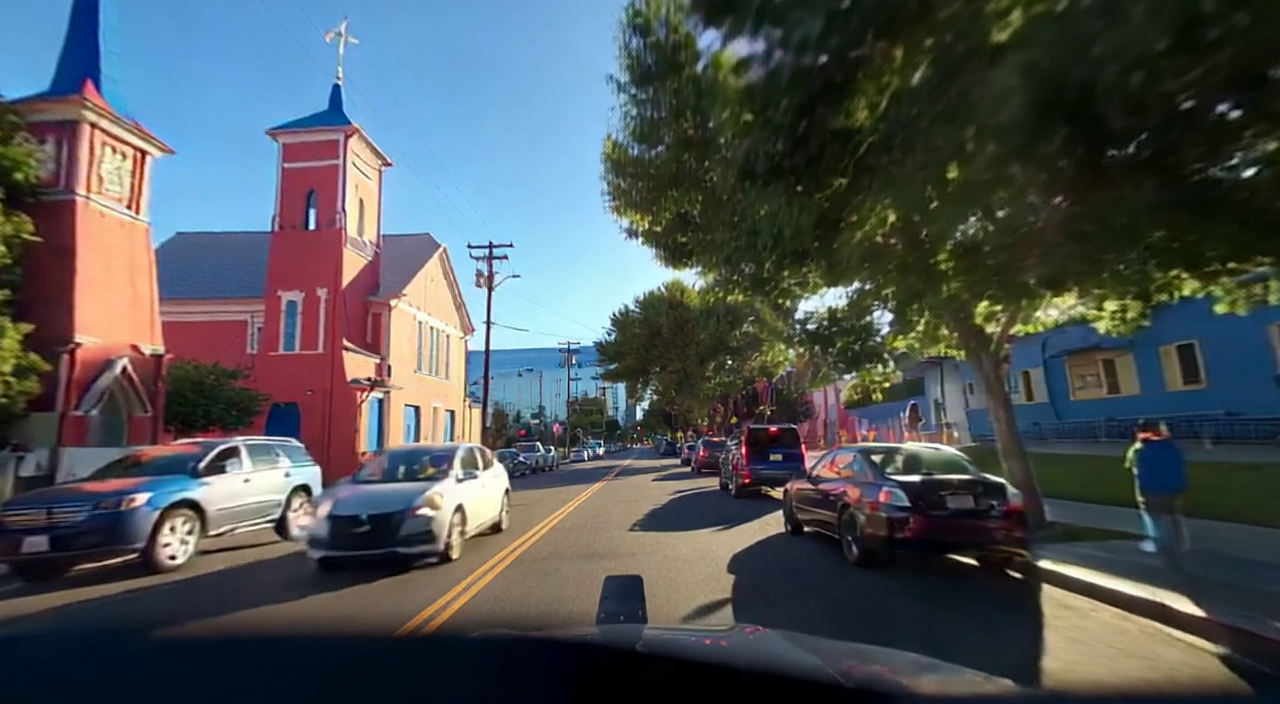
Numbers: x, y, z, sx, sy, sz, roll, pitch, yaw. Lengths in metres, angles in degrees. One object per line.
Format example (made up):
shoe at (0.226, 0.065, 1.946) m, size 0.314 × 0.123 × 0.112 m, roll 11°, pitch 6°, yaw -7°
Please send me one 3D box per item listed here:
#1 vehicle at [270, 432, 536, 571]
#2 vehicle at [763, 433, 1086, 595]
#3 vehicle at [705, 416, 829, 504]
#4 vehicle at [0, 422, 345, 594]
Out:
vehicle at (-2.996, 1.998, 9.258) m, size 2.036 × 1.515 × 4.437 m, roll -1°, pitch -9°, yaw 2°
vehicle at (3.080, 1.841, 8.163) m, size 1.966 × 1.471 × 4.552 m, roll 0°, pitch -9°, yaw -1°
vehicle at (3.153, 2.832, 16.864) m, size 2.263 × 1.996 × 4.870 m, roll 0°, pitch -9°, yaw 0°
vehicle at (-6.329, 2.017, 9.054) m, size 2.140 × 1.746 × 4.385 m, roll -3°, pitch -8°, yaw 0°
